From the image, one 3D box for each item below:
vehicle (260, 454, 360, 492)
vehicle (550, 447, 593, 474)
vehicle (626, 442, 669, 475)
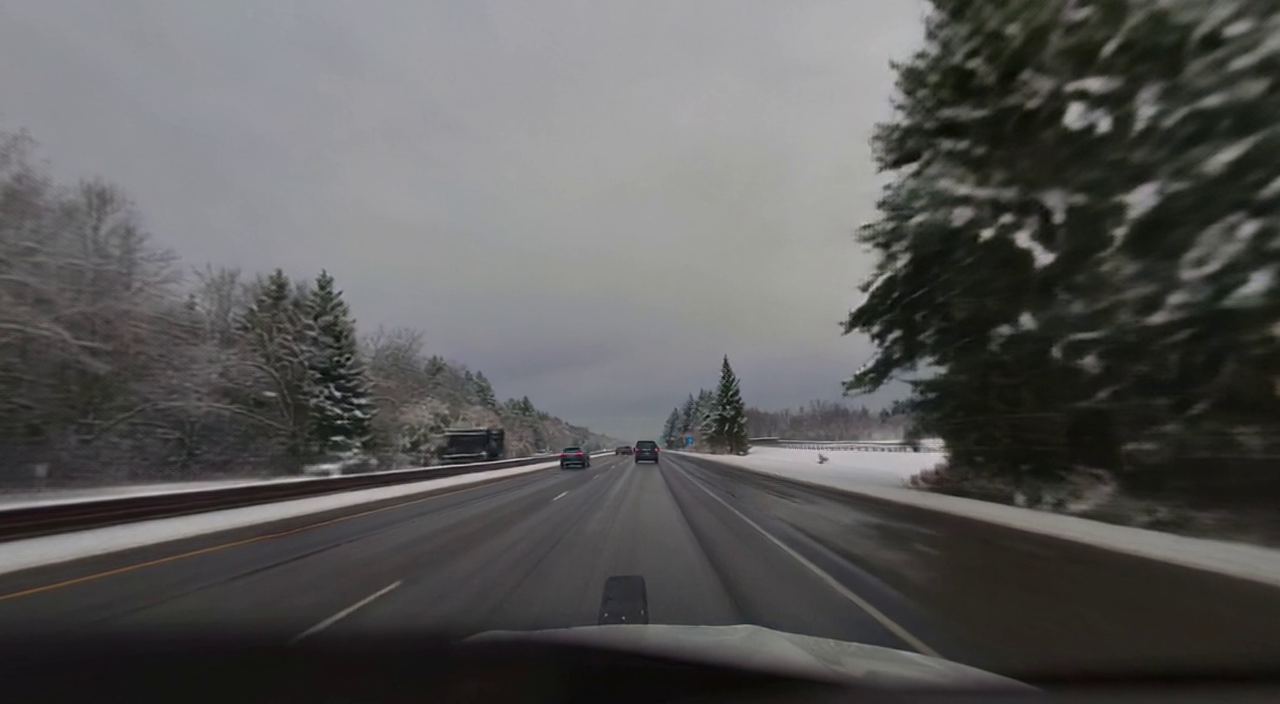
[{"bbox_3d":[-14.273,5.240,27.555,2.076,1.493,4.106,0,-9,2],"label":"vehicle"},{"bbox_3d":[-3.869,6.246,36.388,1.998,1.460,4.422,0,-9,0],"label":"vehicle"},{"bbox_3d":[0.388,5.733,34.082,2.172,1.687,3.929,0,-9,0],"label":"vehicle"}]
